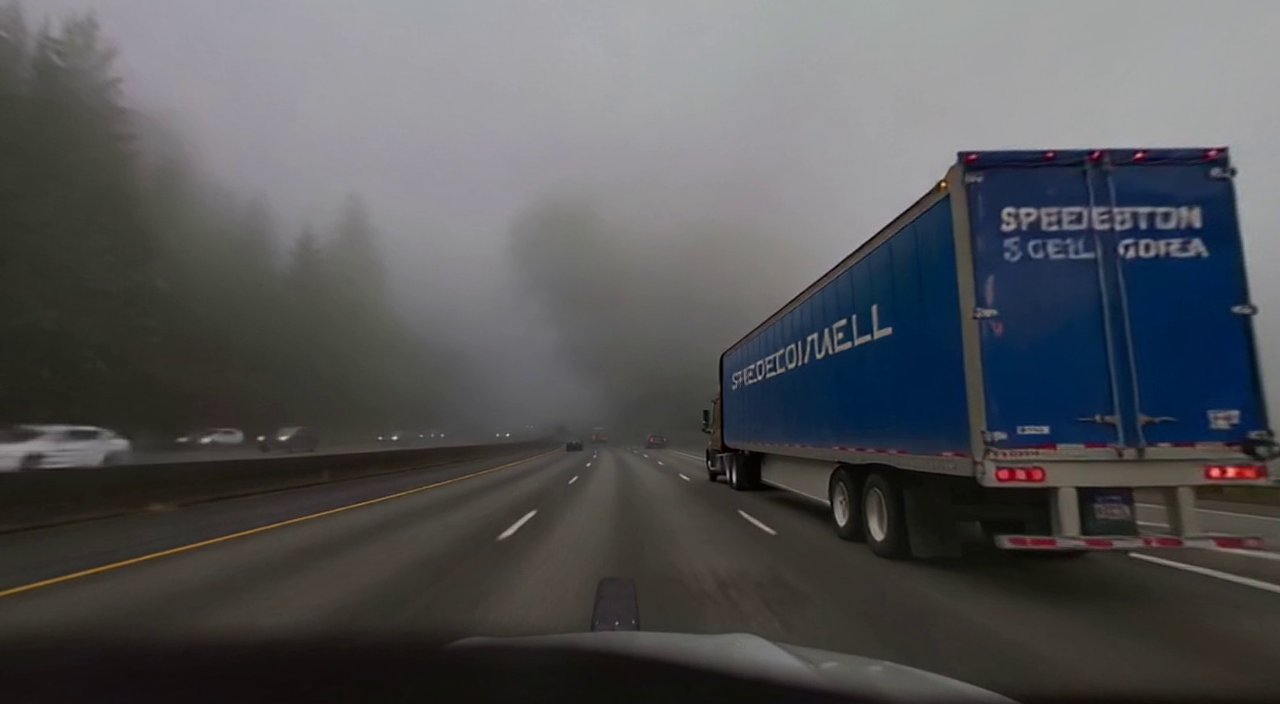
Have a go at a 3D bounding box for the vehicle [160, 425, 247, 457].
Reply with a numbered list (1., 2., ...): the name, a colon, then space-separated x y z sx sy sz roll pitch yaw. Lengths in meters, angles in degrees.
1. vehicle: -26.801 5.492 38.927 1.960 1.814 4.736 0 -8 0

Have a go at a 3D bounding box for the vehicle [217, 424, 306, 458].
1. vehicle: -19.593 4.642 32.889 1.912 1.649 4.609 0 -8 -2

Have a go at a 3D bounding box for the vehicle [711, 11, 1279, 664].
1. vehicle: 3.723 0.728 10.978 2.910 4.051 14.278 0 -8 -2
